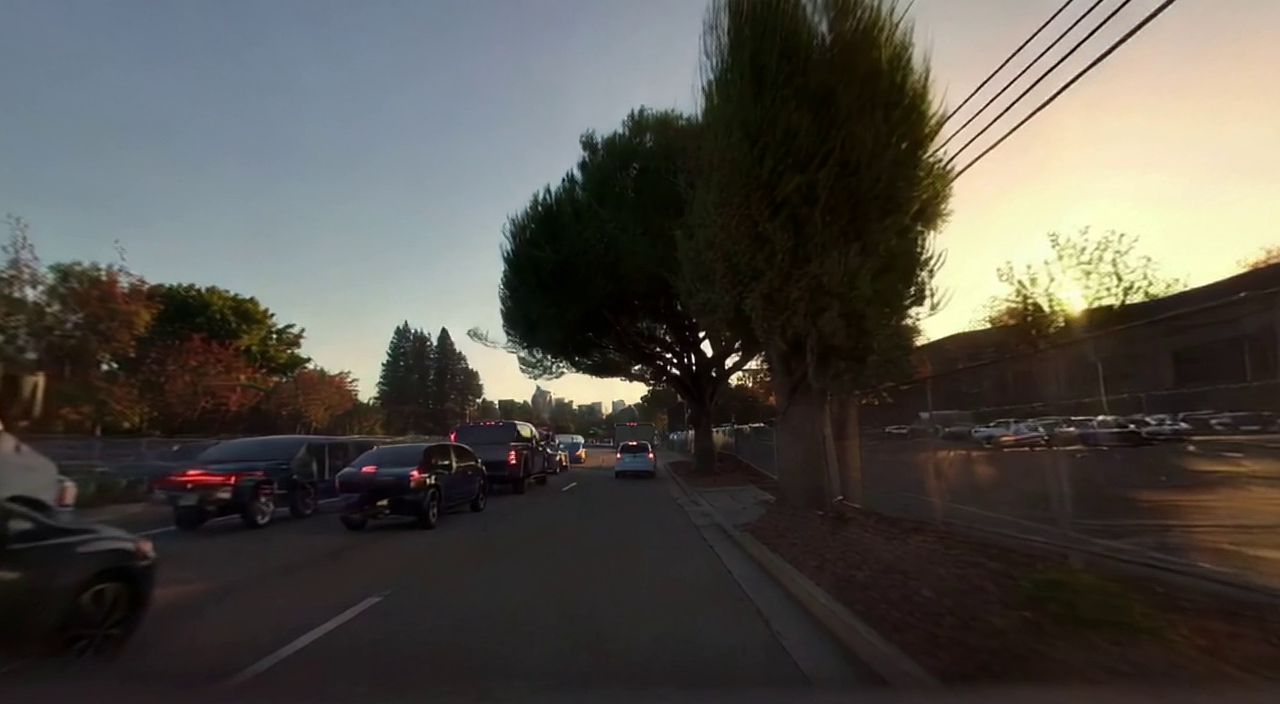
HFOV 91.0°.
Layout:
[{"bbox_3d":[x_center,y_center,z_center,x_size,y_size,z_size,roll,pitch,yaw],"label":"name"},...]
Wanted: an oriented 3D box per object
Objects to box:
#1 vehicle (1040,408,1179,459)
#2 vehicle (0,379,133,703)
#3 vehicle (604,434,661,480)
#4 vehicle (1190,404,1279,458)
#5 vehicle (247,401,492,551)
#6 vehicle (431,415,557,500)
[{"bbox_3d":[32.778,5.772,44.167,7.142,3.385,2.919,0,-10,2],"label":"vehicle"},{"bbox_3d":[-3.946,0.728,1.379,2.014,1.637,4.382,0,-8,-1],"label":"vehicle"},{"bbox_3d":[-0.273,4.111,24.931,2.055,1.671,4.147,0,-8,0],"label":"vehicle"},{"bbox_3d":[40.585,4.943,40.384,7.613,2.990,2.868,-5,-8,-2],"label":"vehicle"},{"bbox_3d":[-3.935,1.890,10.262,1.956,1.865,4.624,0,-8,-1],"label":"vehicle"},{"bbox_3d":[-3.865,2.937,17.932,2.254,1.996,5.685,0,-8,0],"label":"vehicle"}]
